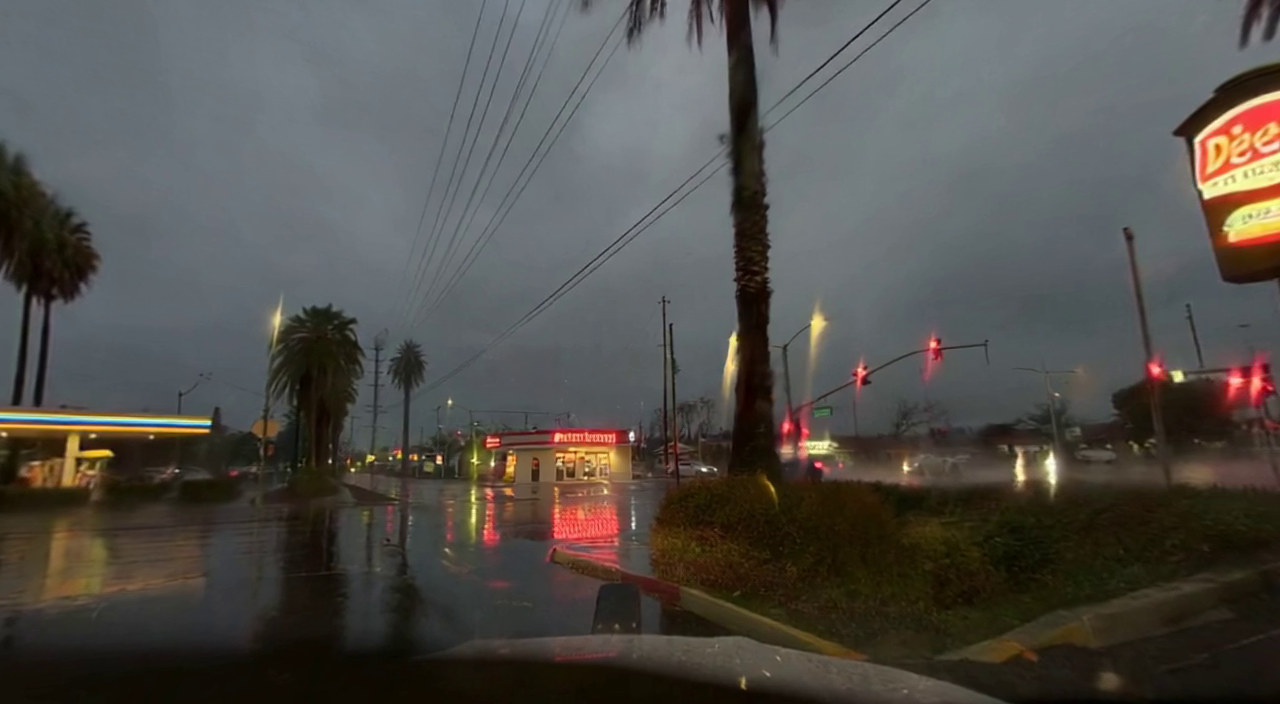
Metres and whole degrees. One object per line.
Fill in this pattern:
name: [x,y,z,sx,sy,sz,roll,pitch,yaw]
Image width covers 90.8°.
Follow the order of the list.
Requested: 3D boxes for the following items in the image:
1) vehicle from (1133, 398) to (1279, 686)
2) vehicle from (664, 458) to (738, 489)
vehicle: [5.182,0.813,2.252,2.109,1.490,4.831,4,-10,-28]
vehicle: [4.414,8.713,45.493,4.880,1.754,2.202,3,-6,-30]
